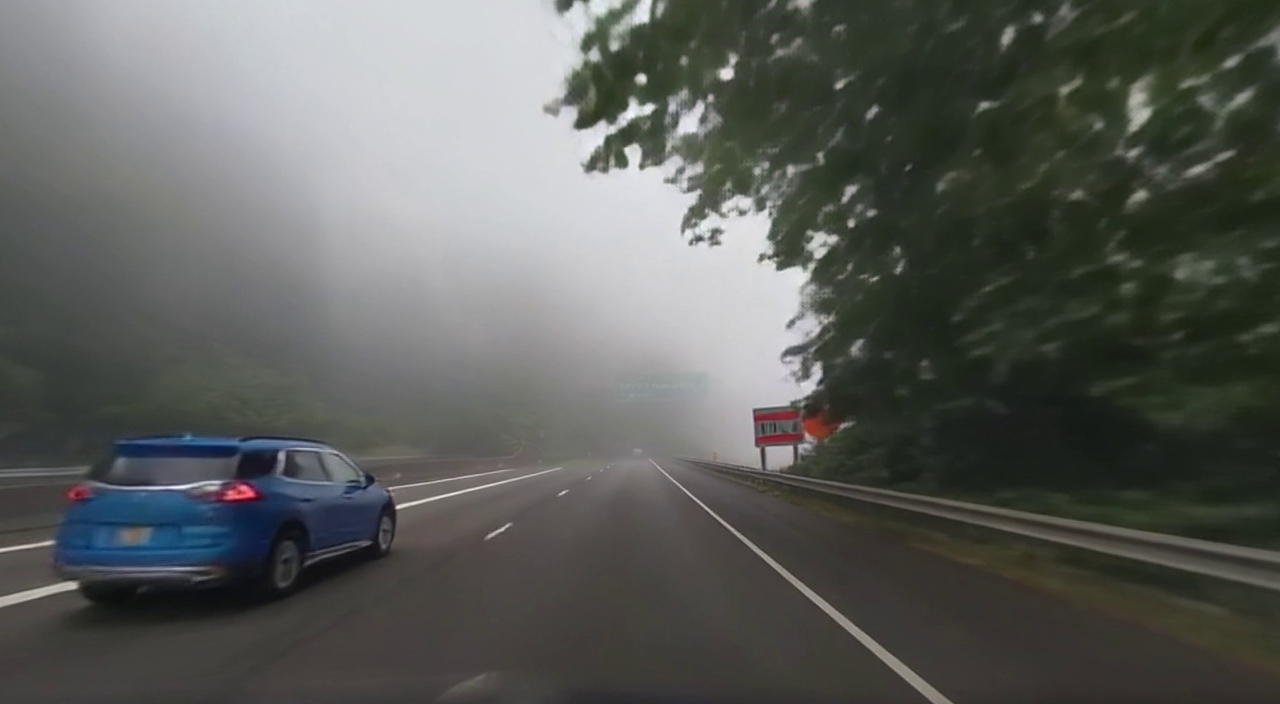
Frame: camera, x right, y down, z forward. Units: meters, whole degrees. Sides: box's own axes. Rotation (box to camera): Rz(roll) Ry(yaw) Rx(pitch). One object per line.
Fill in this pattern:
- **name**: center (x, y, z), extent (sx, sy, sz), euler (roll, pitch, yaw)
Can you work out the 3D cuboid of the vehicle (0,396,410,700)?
- **vehicle**: center (-3.926, 1.399, 5.613), extent (2.104, 1.626, 4.283), euler (0, -9, 0)
